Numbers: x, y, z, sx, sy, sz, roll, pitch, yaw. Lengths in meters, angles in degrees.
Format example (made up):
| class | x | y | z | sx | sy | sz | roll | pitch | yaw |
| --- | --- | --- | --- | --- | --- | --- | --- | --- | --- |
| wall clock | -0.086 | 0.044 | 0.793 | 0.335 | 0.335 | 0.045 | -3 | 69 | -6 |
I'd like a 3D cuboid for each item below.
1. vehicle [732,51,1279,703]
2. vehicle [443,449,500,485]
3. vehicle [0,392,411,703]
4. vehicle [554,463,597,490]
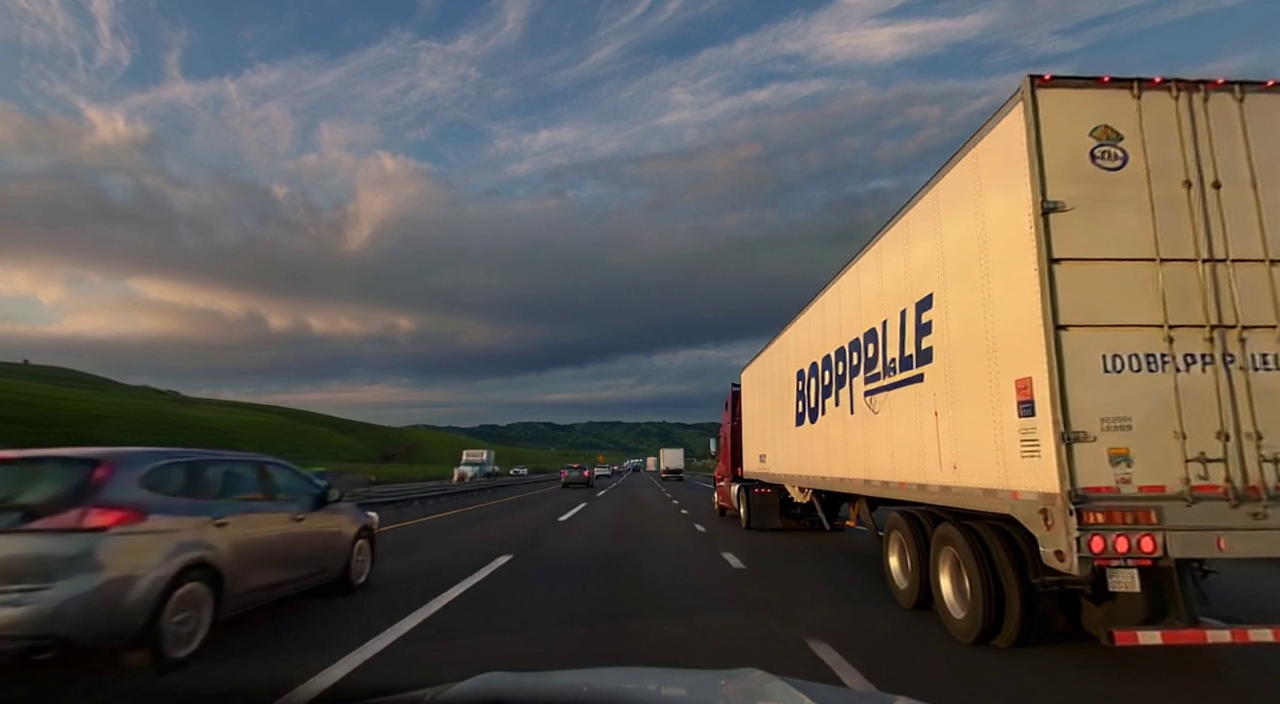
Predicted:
| class | x | y | z | sx | sy | sz | roll | pitch | yaw |
| --- | --- | --- | --- | --- | --- | --- | --- | --- | --- |
| vehicle | 4.069 | 1.309 | 10.703 | 2.839 | 4.062 | 14.051 | 1 | -11 | 0 |
| vehicle | -12.271 | 8.525 | 46.464 | 2.216 | 2.401 | 6.740 | 1 | -11 | 0 |
| vehicle | -3.322 | 1.240 | 4.108 | 2.021 | 1.505 | 4.286 | 1 | -11 | 0 |
| vehicle | -3.947 | 7.758 | 39.411 | 2.088 | 1.566 | 4.853 | 1 | -11 | 1 |
